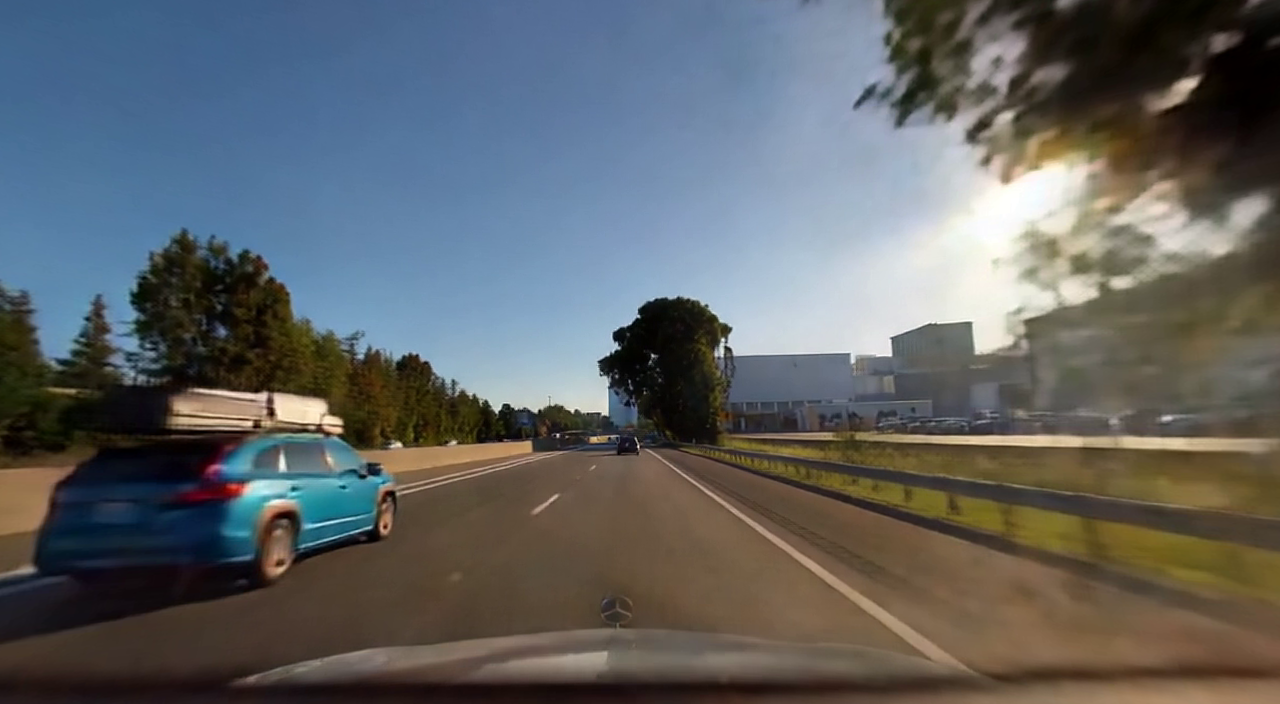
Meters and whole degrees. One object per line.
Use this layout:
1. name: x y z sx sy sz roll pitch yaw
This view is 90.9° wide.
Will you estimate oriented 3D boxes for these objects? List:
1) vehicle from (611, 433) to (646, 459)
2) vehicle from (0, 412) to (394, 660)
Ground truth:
1. vehicle: -0.771 6.047 40.710 2.151 1.618 3.898 0 -8 -1
2. vehicle: -4.504 1.499 6.414 2.189 1.580 4.607 0 -8 -1
